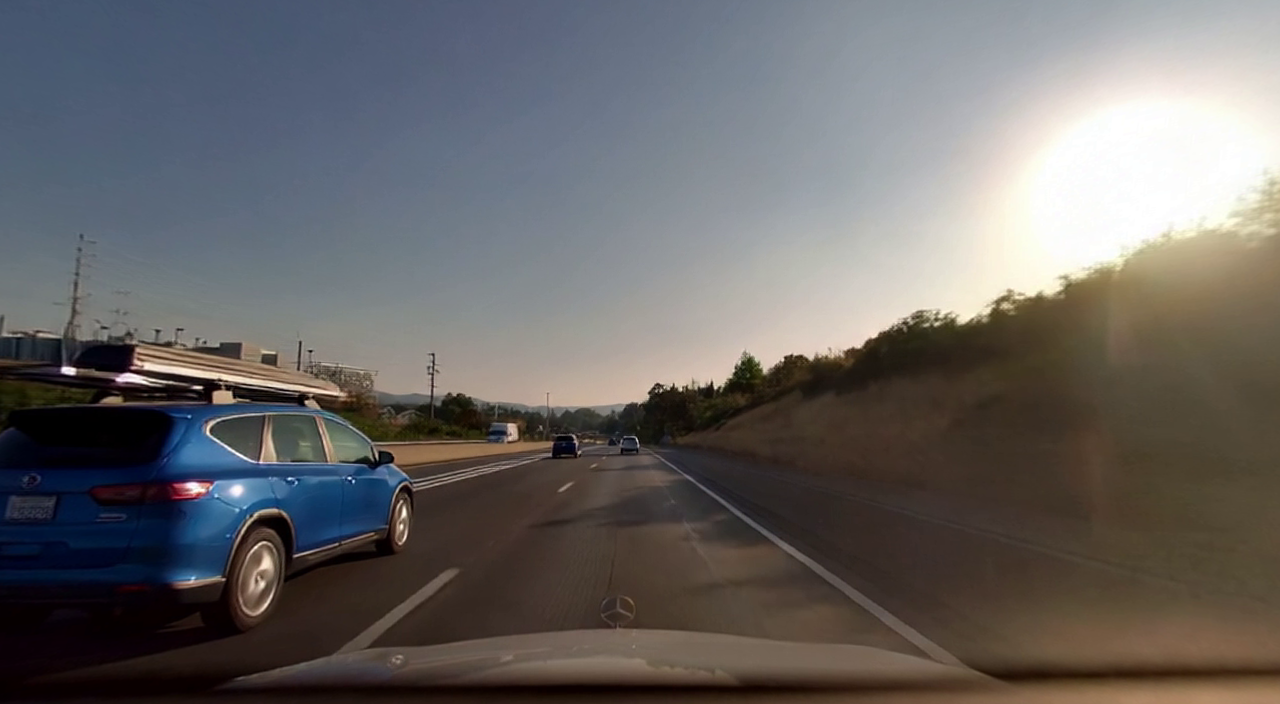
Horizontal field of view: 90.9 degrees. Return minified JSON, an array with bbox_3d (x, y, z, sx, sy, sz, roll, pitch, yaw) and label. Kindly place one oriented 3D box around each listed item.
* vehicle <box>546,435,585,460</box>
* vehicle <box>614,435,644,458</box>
[{"bbox_3d":[-4.971,6.454,42.739,2.189,1.580,4.607,0,-8,-1],"label":"vehicle"},{"bbox_3d":[-0.785,6.928,46.497,2.151,1.618,3.898,0,-8,0],"label":"vehicle"}]
